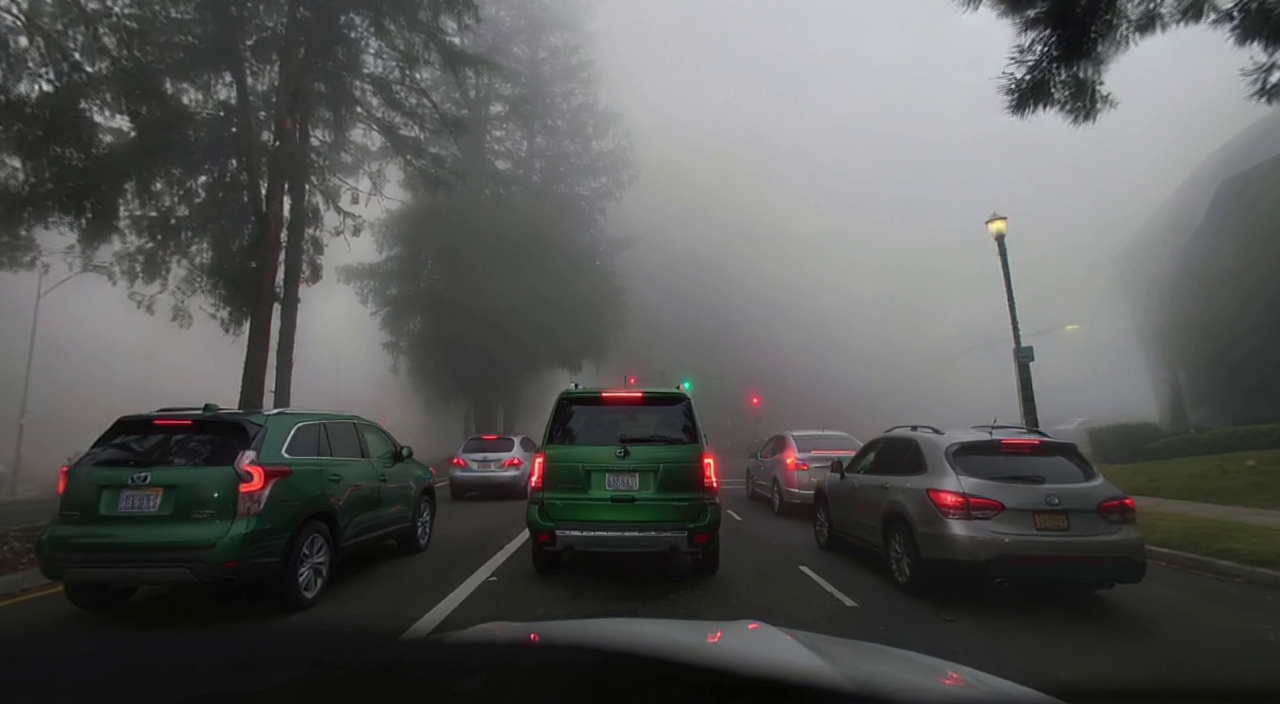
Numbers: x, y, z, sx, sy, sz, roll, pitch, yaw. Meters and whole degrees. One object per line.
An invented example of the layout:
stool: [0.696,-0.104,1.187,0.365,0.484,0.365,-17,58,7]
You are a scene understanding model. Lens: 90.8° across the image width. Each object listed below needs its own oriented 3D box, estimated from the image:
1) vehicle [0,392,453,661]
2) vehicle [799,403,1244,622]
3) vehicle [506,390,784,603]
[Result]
vehicle: [-3.373,1.372,5.978,1.961,1.639,4.064,0,-9,0]
vehicle: [3.475,1.550,7.051,2.202,1.657,4.298,0,-9,-1]
vehicle: [0.020,1.485,7.249,2.294,1.761,3.857,0,-9,-1]
